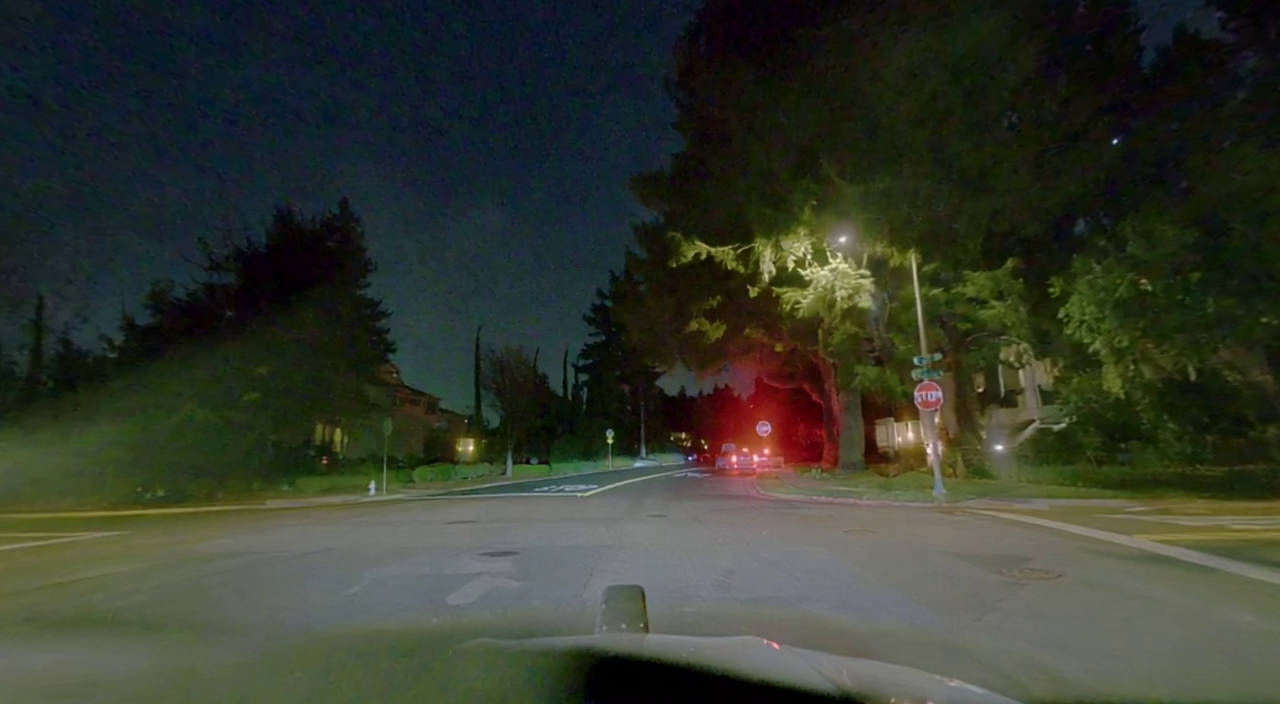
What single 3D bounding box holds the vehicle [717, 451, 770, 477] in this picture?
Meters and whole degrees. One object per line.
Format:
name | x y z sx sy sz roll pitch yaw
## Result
vehicle | 7.249 7.724 43.670 2.692 1.649 4.689 -3 -9 20
